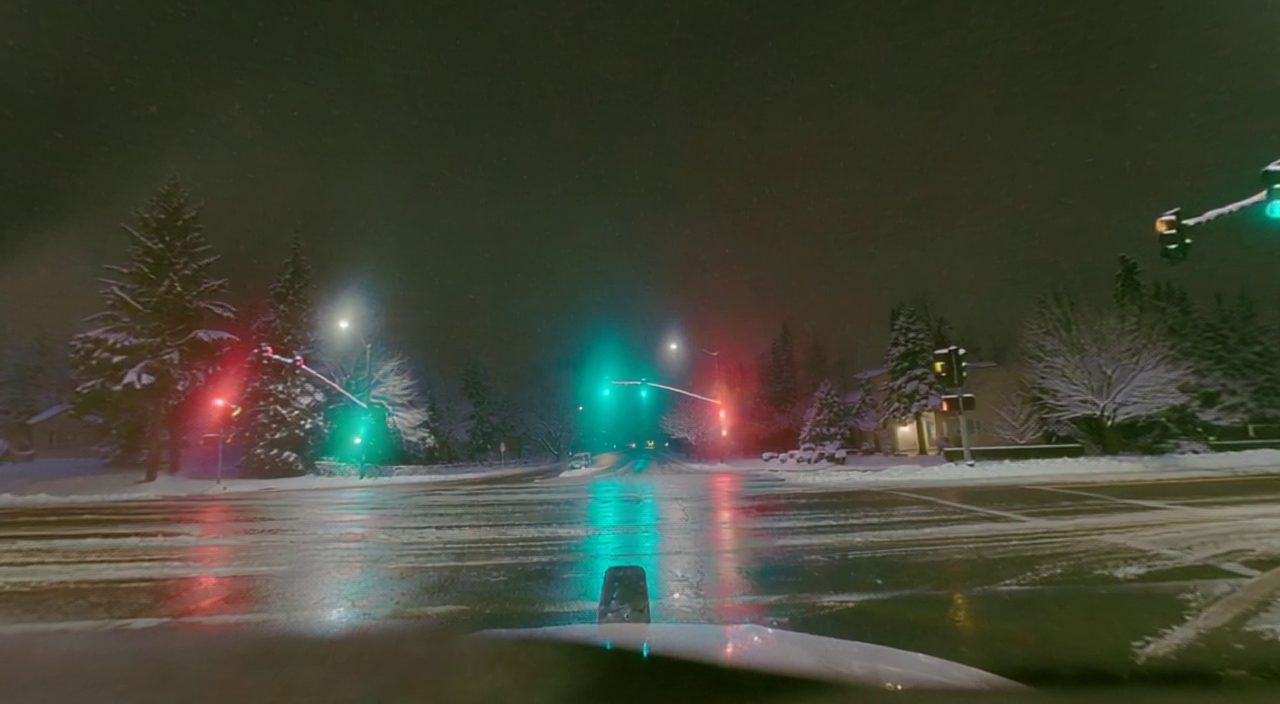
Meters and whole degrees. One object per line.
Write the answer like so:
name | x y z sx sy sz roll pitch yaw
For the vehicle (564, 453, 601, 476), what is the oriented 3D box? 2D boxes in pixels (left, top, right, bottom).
vehicle | -4.499 8.850 49.851 2.030 1.704 4.205 -1 -8 7
